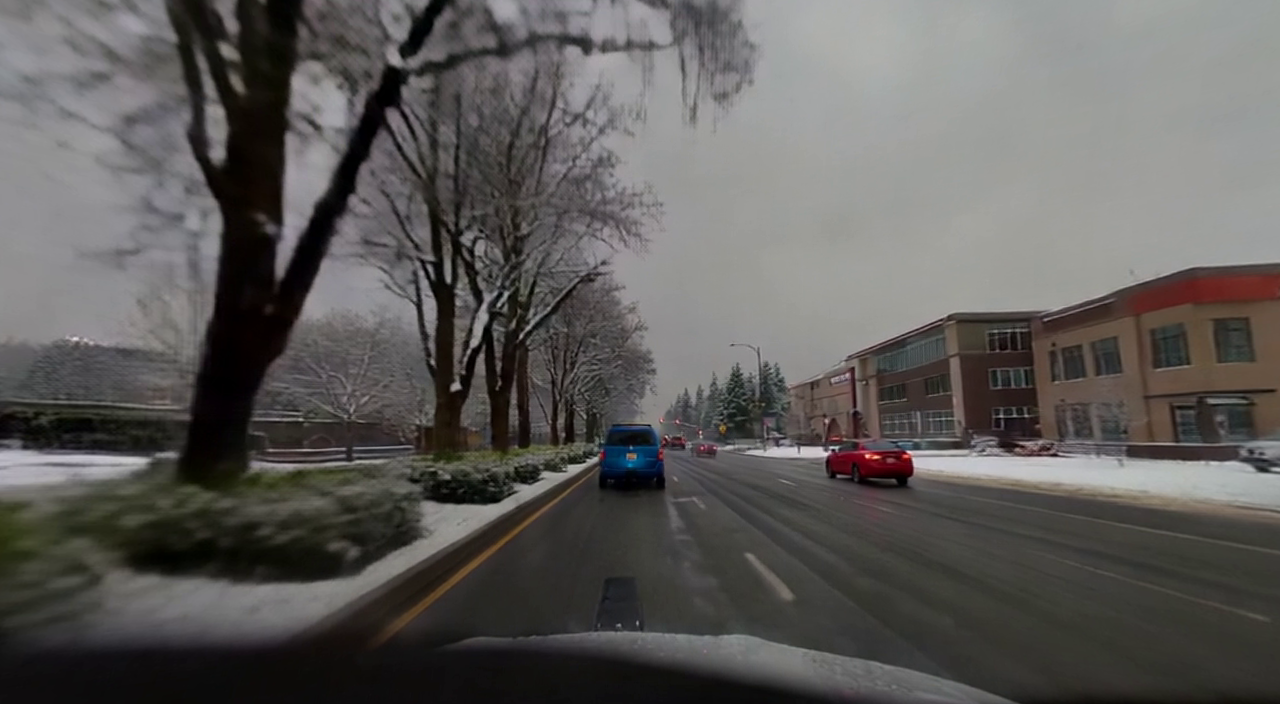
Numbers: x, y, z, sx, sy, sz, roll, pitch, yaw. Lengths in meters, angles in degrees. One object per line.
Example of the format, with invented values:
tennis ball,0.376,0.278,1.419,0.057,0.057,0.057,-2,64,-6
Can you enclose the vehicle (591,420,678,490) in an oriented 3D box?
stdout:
vehicle,-0.175,3.016,18.659,2.277,1.816,4.192,0,-8,-1

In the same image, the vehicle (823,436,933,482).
vehicle,8.269,3.766,22.498,2.002,1.456,4.631,0,-9,-1
